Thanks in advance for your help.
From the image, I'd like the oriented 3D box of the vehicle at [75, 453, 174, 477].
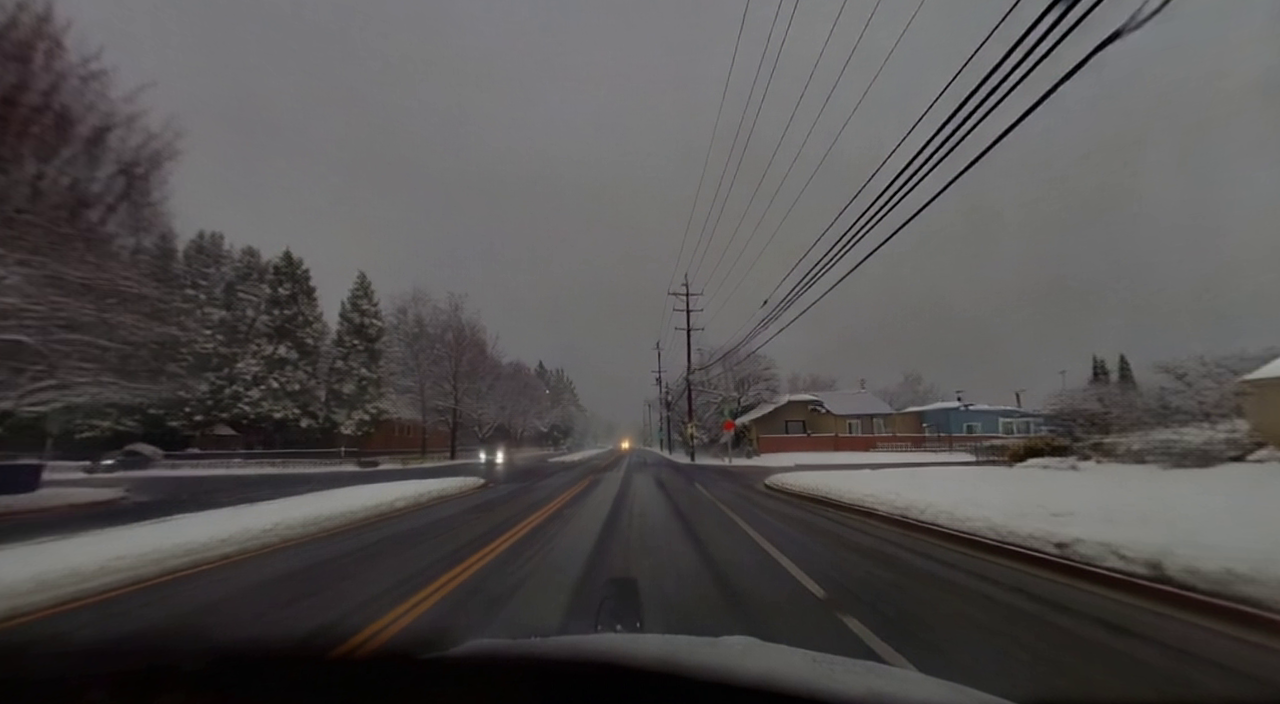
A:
[{"bbox_3d":[-31.236,6.821,38.364,4.267,1.381,1.786,1,-9,-6],"label":"vehicle"}]
